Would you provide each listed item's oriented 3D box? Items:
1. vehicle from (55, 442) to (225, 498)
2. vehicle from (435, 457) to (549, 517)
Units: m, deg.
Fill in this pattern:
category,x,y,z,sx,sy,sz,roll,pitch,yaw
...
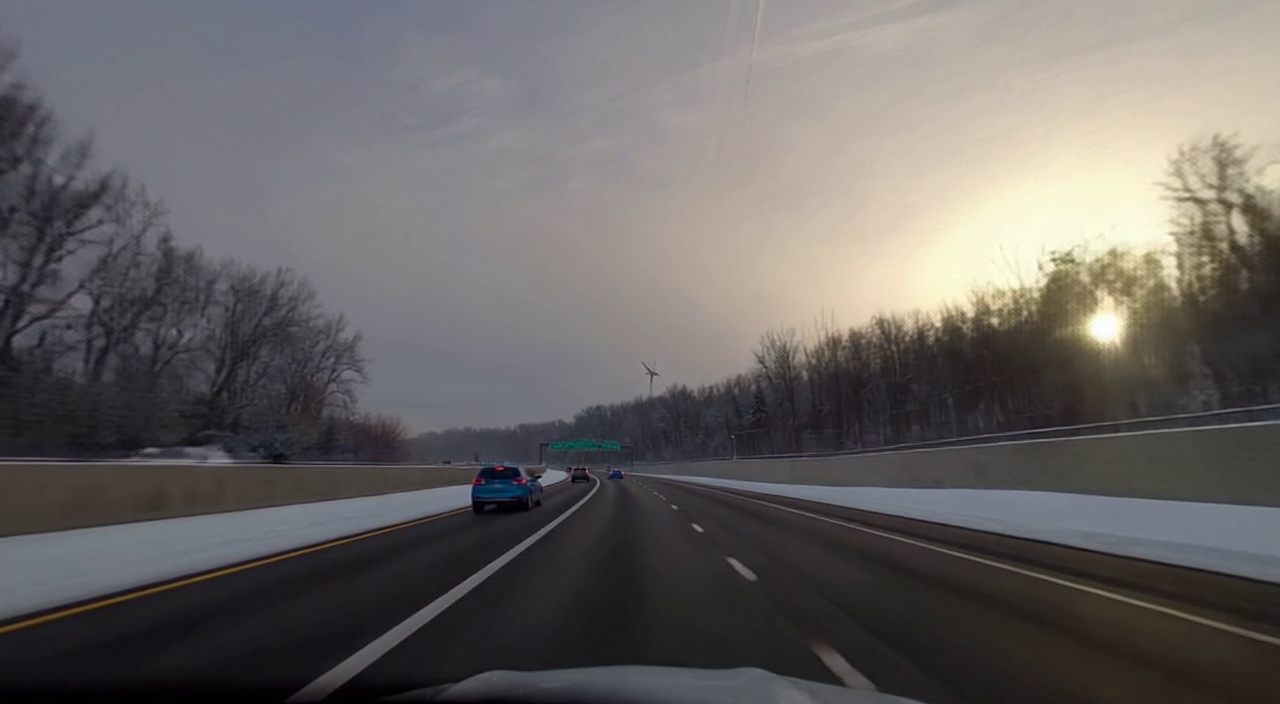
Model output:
category,x,y,z,sx,sy,sz,roll,pitch,yaw
vehicle,-15.520,3.725,19.934,1.904,1.529,4.206,1,-11,-1
vehicle,-4.351,4.116,19.527,2.328,1.559,5.041,1,-11,-1
